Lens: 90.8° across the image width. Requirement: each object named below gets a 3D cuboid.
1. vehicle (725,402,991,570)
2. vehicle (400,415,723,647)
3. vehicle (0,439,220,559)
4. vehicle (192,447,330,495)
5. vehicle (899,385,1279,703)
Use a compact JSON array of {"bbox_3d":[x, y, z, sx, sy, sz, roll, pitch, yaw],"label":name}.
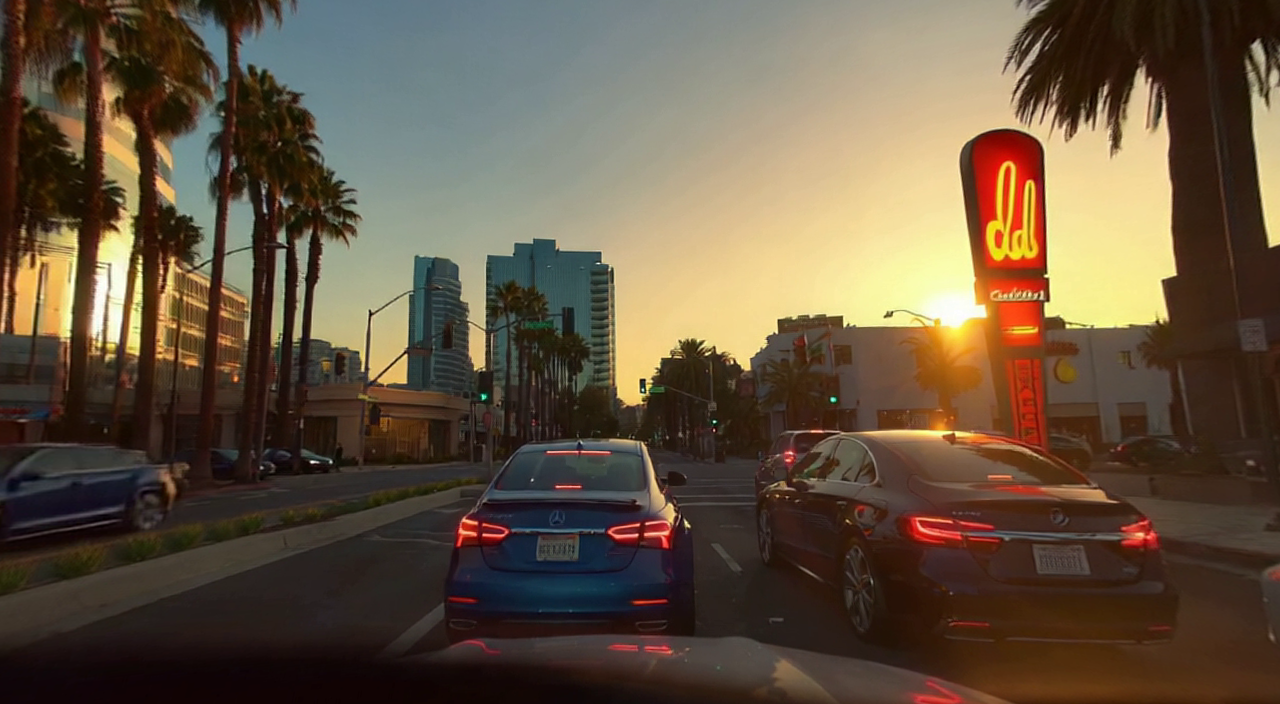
[{"bbox_3d":[2.645,1.768,9.059,2.096,1.775,4.440,0,-9,-2],"label":"vehicle"},{"bbox_3d":[-0.517,1.475,6.225,2.096,1.492,4.071,0,-9,0],"label":"vehicle"},{"bbox_3d":[-8.827,2.077,9.549,1.949,1.442,4.502,0,-9,-2],"label":"vehicle"},{"bbox_3d":[-12.861,4.024,21.870,1.856,1.455,4.700,0,-9,1],"label":"vehicle"},{"bbox_3d":[2.616,0.808,1.462,2.085,1.469,4.458,0,-9,-1],"label":"vehicle"}]
